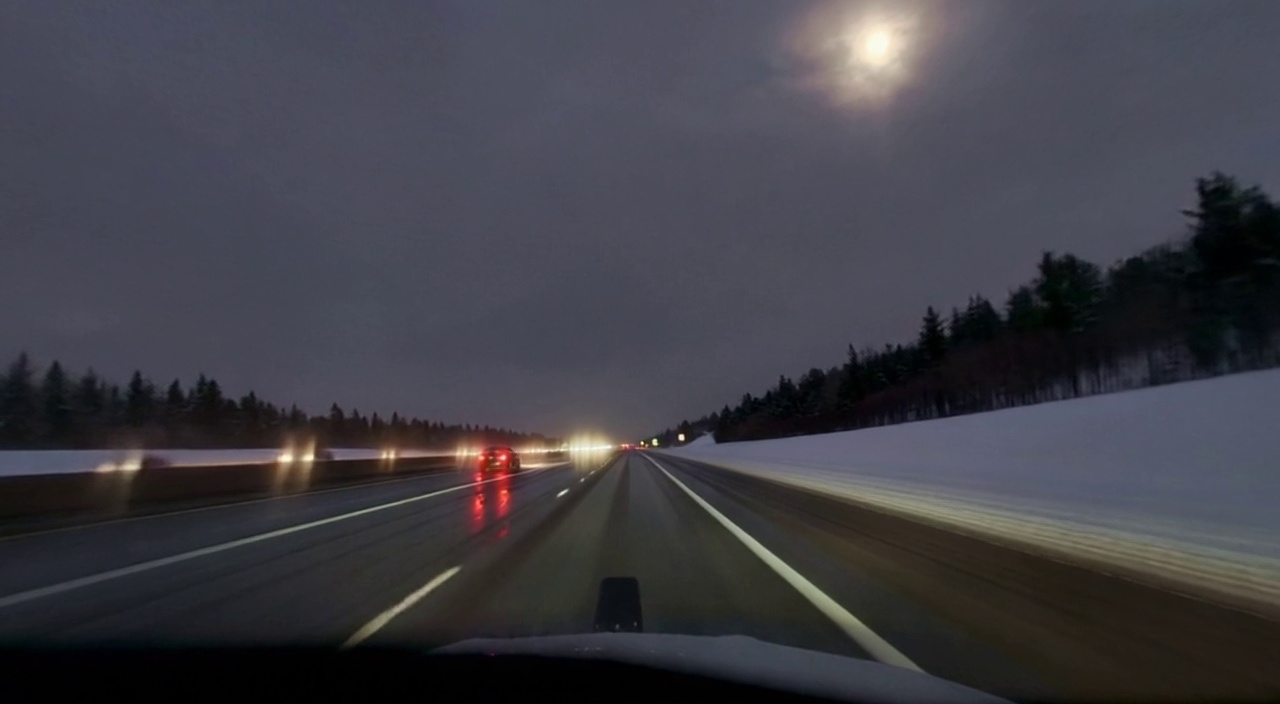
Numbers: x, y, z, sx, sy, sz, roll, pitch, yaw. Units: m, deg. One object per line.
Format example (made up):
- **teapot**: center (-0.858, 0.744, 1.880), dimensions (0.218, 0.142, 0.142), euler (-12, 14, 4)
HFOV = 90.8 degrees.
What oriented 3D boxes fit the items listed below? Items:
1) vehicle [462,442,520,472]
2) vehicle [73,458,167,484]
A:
- **vehicle**: center (-8.130, 5.755, 34.891), dimensions (2.005, 1.545, 4.874), euler (0, -8, 0)
- **vehicle**: center (-31.840, 7.280, 38.875), dimensions (1.755, 1.433, 4.524), euler (0, -8, 4)
